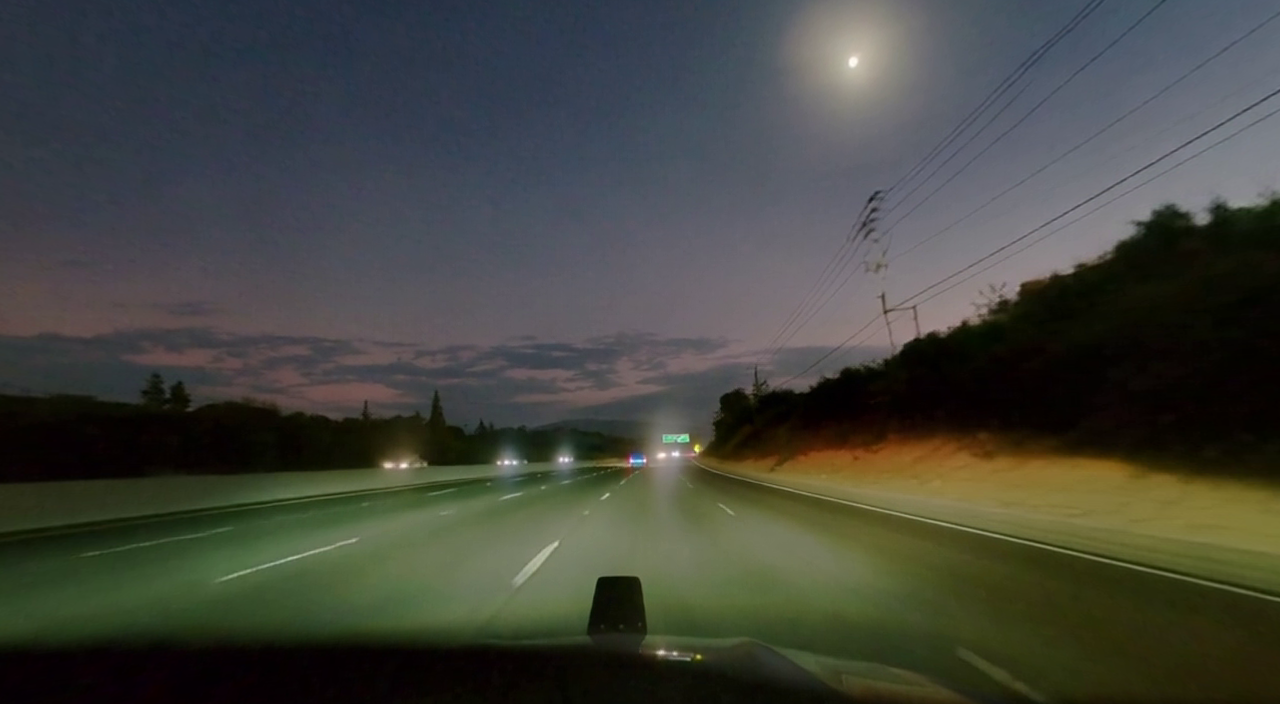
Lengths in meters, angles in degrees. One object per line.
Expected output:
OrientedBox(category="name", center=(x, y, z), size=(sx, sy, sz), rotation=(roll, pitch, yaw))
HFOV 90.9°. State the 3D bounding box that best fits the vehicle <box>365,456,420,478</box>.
OrientedBox(category="vehicle", center=(-17.987, 8.357, 46.031), size=(1.908, 1.499, 4.803), rotation=(0, -9, 2))
